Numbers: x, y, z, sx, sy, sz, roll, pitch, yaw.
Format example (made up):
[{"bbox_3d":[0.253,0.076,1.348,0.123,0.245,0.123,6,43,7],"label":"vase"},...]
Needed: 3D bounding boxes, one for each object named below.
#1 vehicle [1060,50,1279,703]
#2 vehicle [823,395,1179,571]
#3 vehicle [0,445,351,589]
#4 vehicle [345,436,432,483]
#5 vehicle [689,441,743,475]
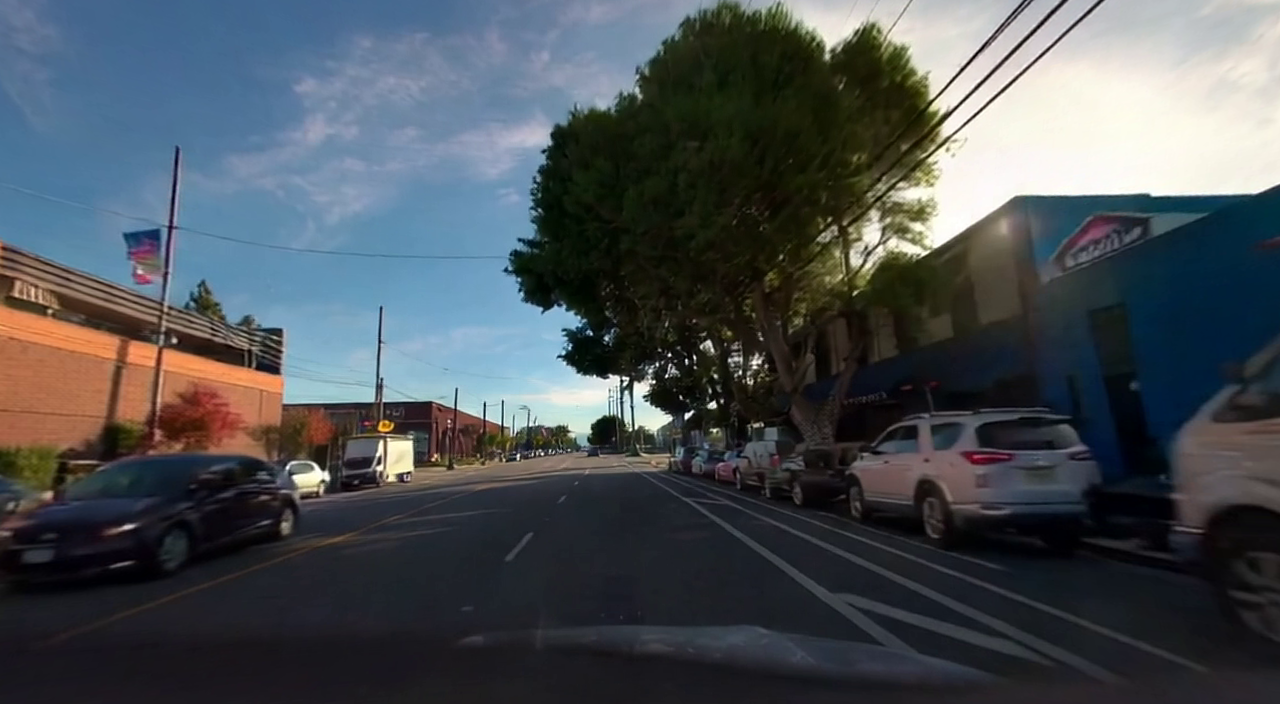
[{"bbox_3d":[4.666,-0.214,0.624,2.815,3.203,7.558,0,-8,-4],"label":"vehicle"},{"bbox_3d":[4.499,1.727,9.171,1.897,1.804,5.164,0,-8,-3],"label":"vehicle"},{"bbox_3d":[-5.986,2.063,8.912,1.925,1.479,4.444,0,-8,-3],"label":"vehicle"},{"bbox_3d":[-12.545,5.430,31.955,2.236,2.057,5.416,-2,-10,-1],"label":"vehicle"},{"bbox_3d":[3.540,4.988,29.995,1.805,1.504,4.089,0,-8,-4],"label":"vehicle"}]
